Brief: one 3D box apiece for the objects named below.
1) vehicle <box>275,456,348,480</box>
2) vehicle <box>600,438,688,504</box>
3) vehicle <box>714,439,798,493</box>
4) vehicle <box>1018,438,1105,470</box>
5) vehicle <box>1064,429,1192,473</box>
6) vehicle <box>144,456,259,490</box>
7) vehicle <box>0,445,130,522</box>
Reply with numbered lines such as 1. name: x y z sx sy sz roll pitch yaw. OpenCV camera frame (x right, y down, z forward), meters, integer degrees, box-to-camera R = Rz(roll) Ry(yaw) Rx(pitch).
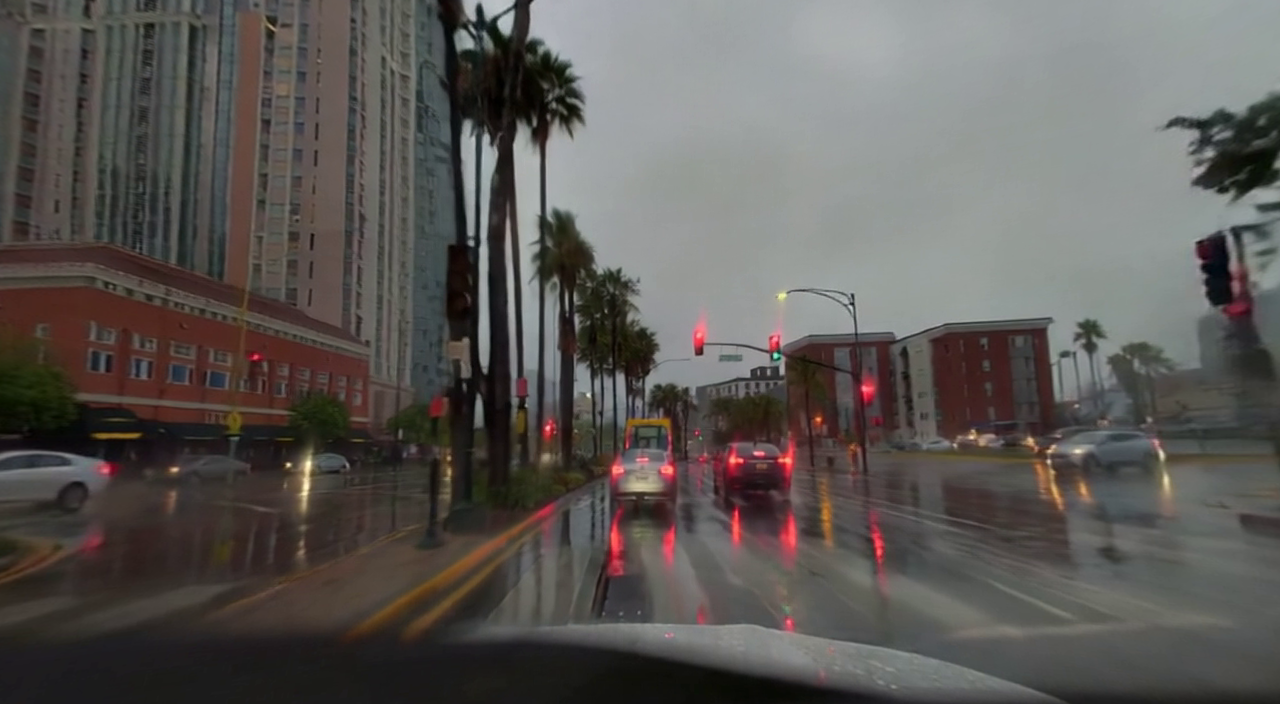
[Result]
1. vehicle: -22.213 7.867 42.960 1.809 1.472 4.601 -2 -9 13
2. vehicle: 0.128 3.053 16.539 2.048 1.503 3.681 0 -9 1
3. vehicle: 3.462 3.474 19.512 1.909 1.500 3.524 0 -9 0
4. vehicle: 21.427 5.207 32.354 1.852 1.455 4.673 -2 -9 9
5. vehicle: 20.384 4.169 26.709 1.959 1.674 4.706 -1 -9 6
6. vehicle: -21.675 5.982 31.497 1.844 1.478 4.618 -2 -9 12
7. vehicle: -14.155 2.825 13.866 4.435 1.501 1.977 -2 -9 8
